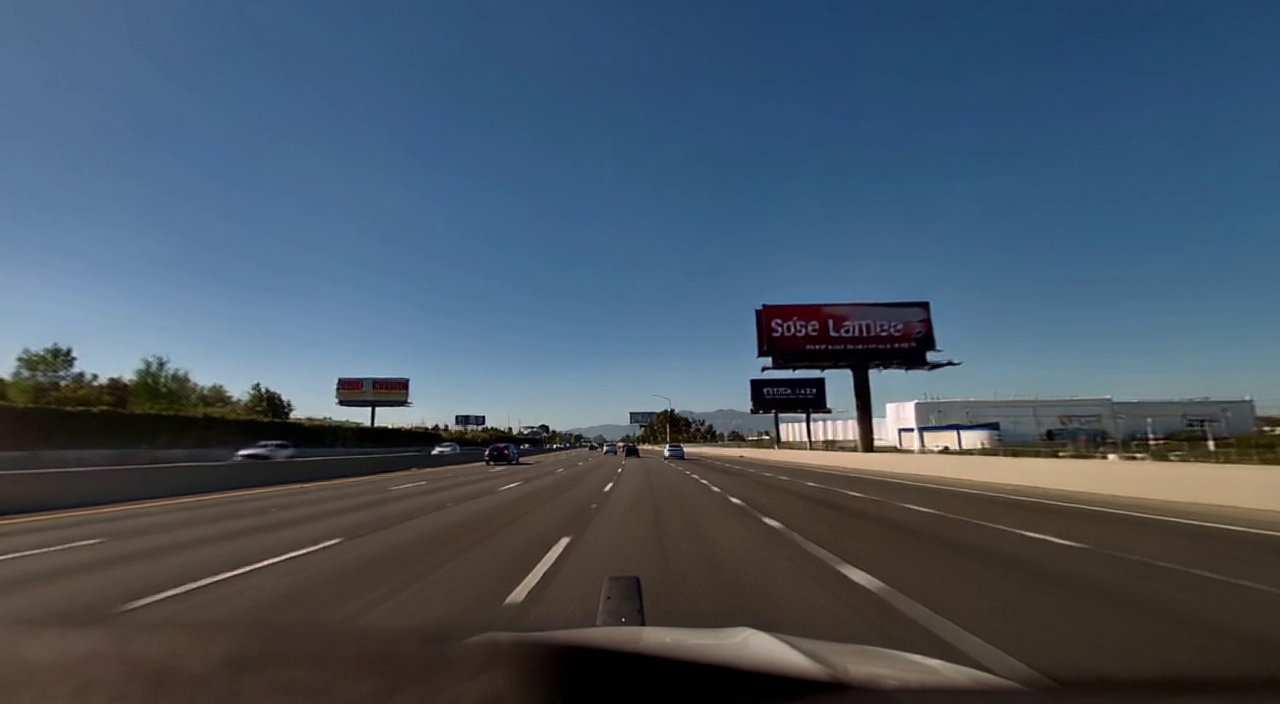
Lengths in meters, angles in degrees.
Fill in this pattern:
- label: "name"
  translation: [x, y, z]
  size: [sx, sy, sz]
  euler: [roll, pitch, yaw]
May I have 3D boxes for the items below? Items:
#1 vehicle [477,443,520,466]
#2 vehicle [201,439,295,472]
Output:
- label: "vehicle"
  translation: [-10.099, 7.349, 45.154]
  size: [1.974, 1.513, 4.584]
  euler: [0, -9, 0]
- label: "vehicle"
  translation: [-22.187, 5.865, 35.799]
  size: [2.103, 1.768, 4.965]
  euler: [0, -9, 1]
